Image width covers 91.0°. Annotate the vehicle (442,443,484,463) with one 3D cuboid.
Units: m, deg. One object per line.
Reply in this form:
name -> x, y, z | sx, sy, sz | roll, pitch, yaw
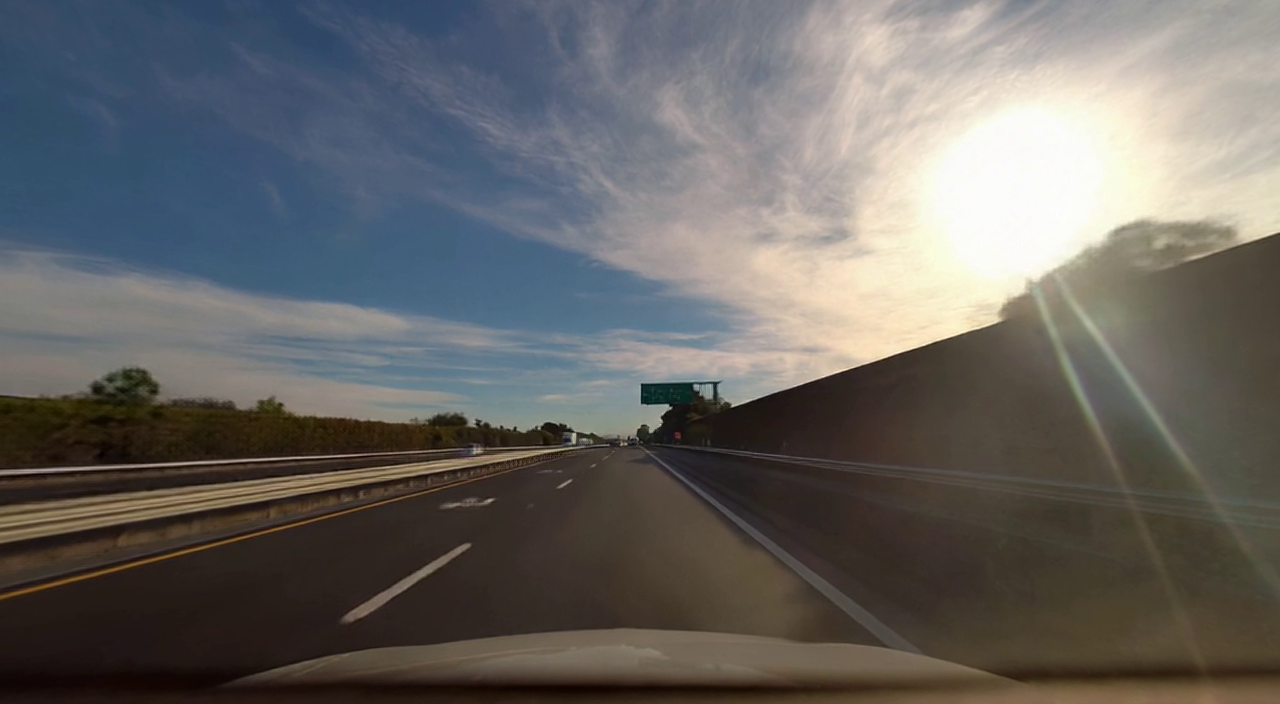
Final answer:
vehicle -> -13.694, 7.841, 48.967 | 1.942, 1.444, 4.697 | 0, -8, 0
